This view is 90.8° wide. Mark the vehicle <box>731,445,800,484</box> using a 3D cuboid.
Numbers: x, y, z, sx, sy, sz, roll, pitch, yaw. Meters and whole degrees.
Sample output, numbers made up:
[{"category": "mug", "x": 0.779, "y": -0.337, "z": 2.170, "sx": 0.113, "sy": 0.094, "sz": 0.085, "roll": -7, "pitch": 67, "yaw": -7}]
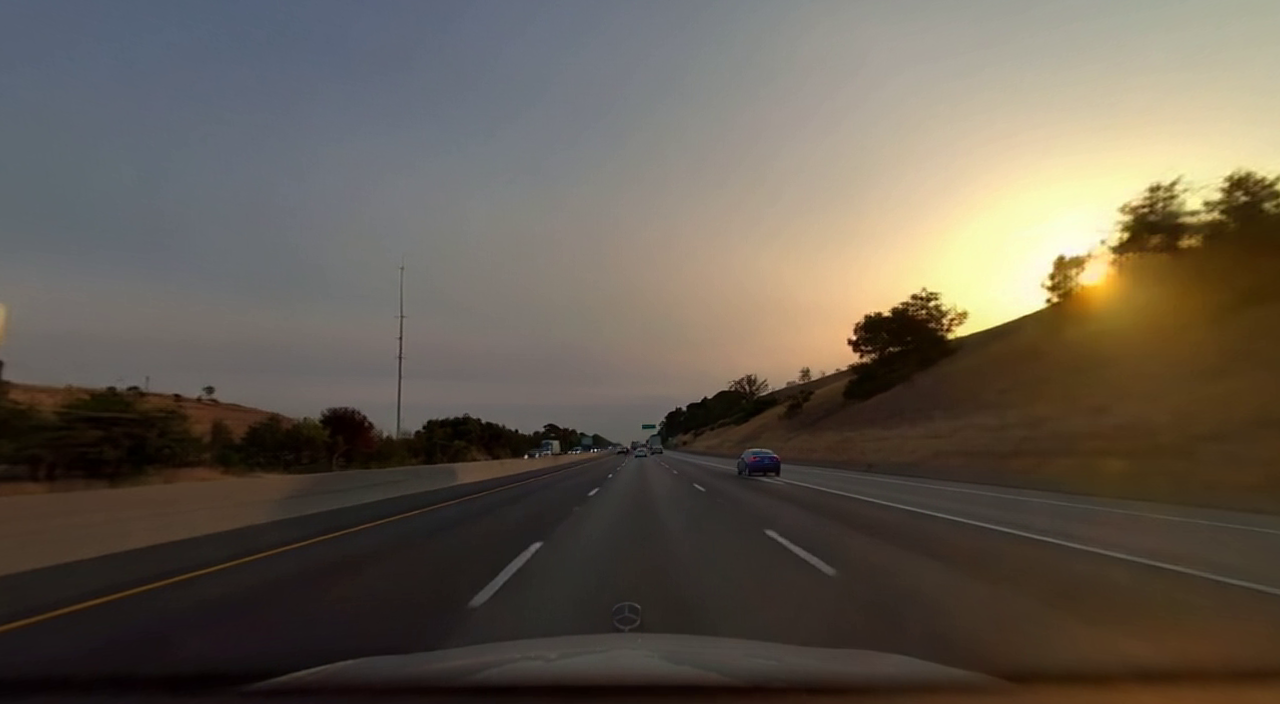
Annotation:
[{"category": "vehicle", "x": 5.090, "y": 4.612, "z": 26.114, "sx": 1.967, "sy": 1.472, "sz": 3.751, "roll": 0, "pitch": -9, "yaw": -2}]
